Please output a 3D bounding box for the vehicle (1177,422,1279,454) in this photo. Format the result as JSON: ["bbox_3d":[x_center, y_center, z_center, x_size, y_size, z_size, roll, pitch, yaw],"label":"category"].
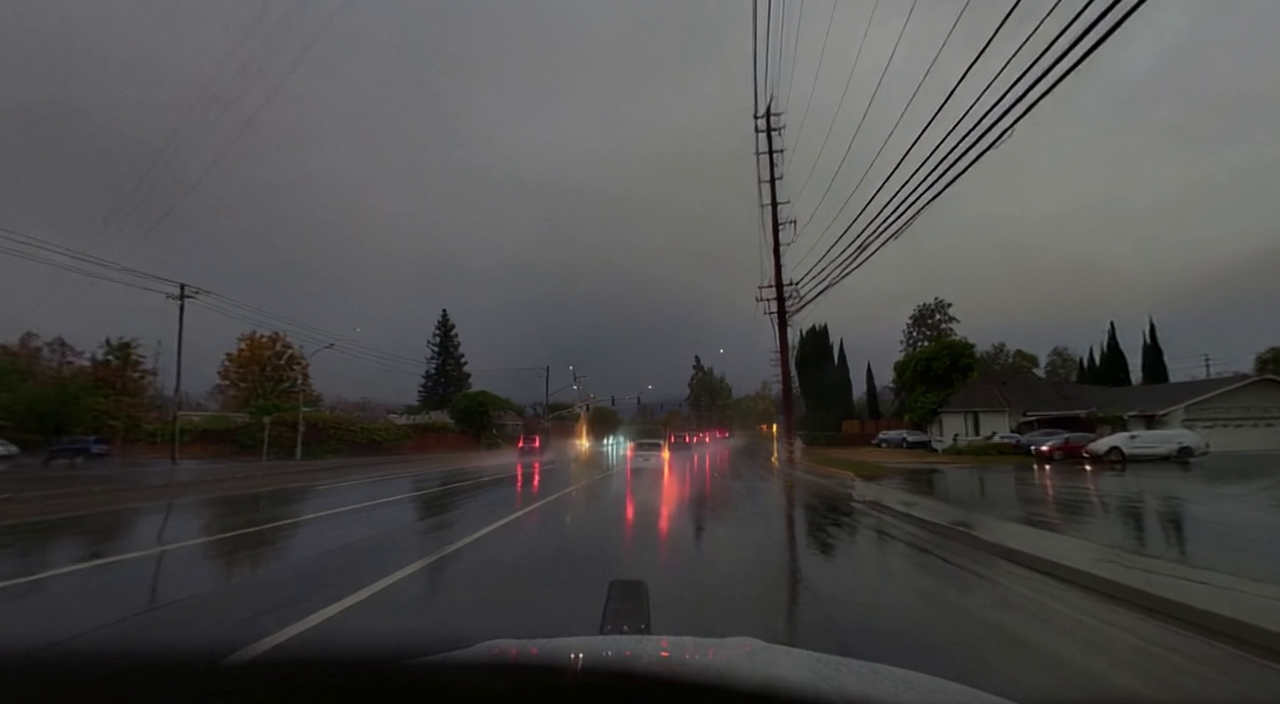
[{"bbox_3d":[33.506,4.788,35.330,4.689,1.603,1.929,-3,-7,11],"label":"vehicle"}]

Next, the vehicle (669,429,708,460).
[{"bbox_3d":[3.266,6.134,41.754,2.158,1.939,4.935,-2,-9,9],"label":"vehicle"}]

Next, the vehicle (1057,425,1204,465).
[{"bbox_3d":[21.332,4.092,27.609,4.674,1.500,1.889,1,-9,8],"label":"vehicle"}]

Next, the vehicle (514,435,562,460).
[{"bbox_3d":[-6.543,6.194,40.855,1.983,1.485,4.159,-1,-8,6],"label":"vehicle"}]

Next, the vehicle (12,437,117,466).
[{"bbox_3d":[-36.954,6.391,40.688,1.866,1.739,4.941,-1,-8,5],"label":"vehicle"}]

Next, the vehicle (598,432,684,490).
[{"bbox_3d":[0.157,3.109,18.276,2.117,1.474,4.036,-1,-8,5],"label":"vehicle"}]
